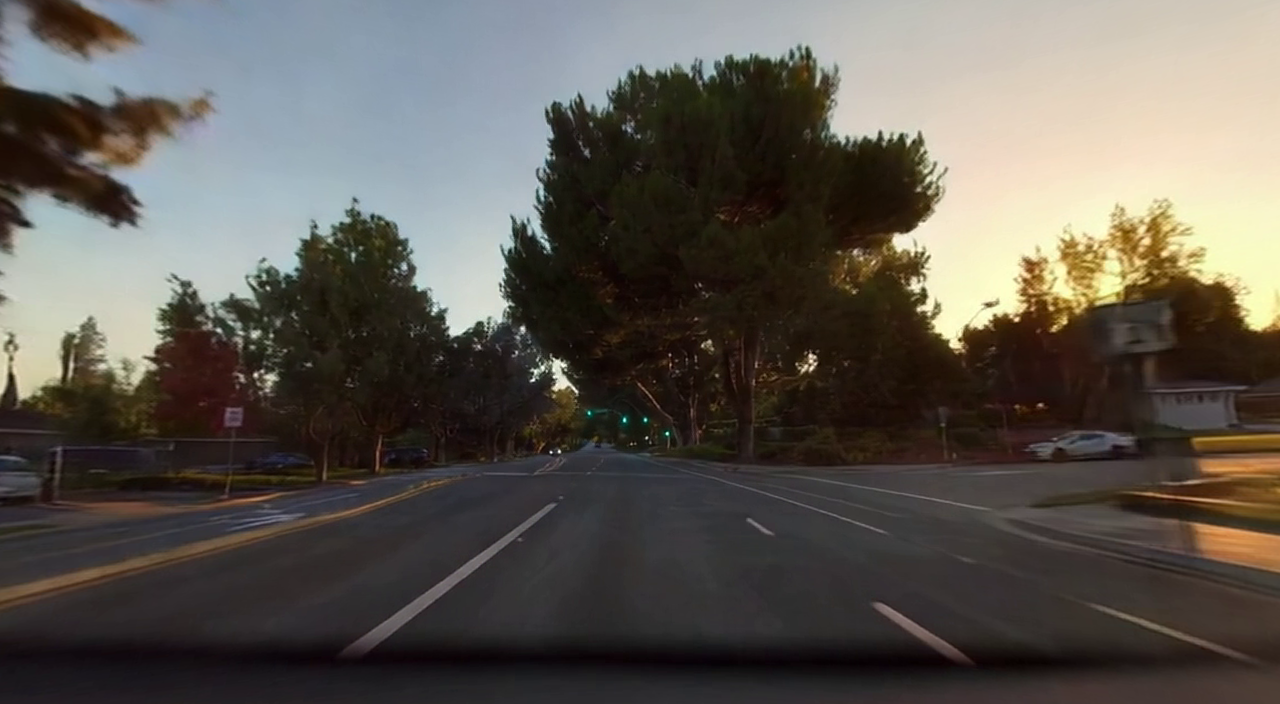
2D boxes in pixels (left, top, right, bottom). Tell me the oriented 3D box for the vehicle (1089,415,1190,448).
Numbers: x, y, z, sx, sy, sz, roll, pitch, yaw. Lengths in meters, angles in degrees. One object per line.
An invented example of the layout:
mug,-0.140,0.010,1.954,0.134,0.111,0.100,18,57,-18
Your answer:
vehicle,28.523,4.624,36.352,2.049,1.739,4.982,-1,-9,5

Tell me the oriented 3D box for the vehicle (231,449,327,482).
vehicle,-20.354,6.403,35.765,4.171,1.728,2.069,0,-9,1

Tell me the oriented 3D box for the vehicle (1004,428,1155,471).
vehicle,19.368,4.358,28.021,5.172,1.468,1.964,-4,-11,-1
